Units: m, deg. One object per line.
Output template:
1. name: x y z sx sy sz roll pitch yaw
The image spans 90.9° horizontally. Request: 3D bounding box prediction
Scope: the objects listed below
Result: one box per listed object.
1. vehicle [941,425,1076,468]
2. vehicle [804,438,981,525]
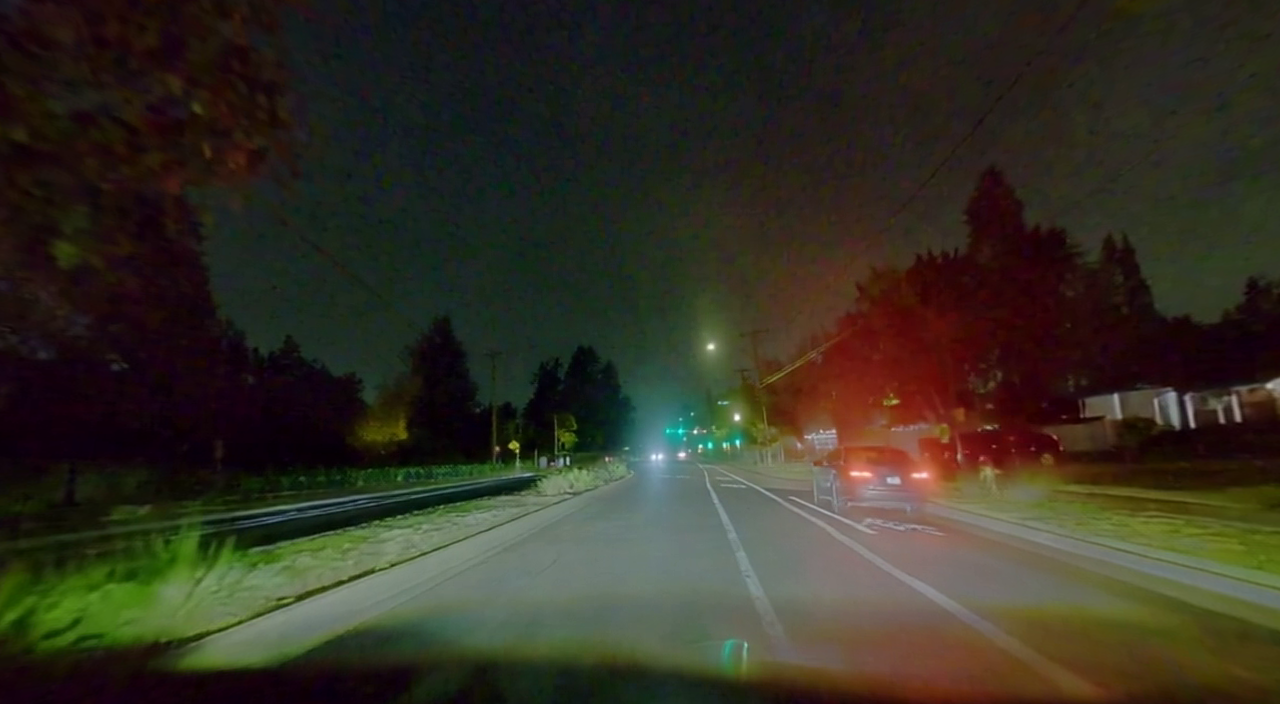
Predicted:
1. vehicle: 13.602 3.533 23.482 3.827 1.512 1.855 -1 -8 5
2. vehicle: 5.076 2.630 13.495 1.979 1.524 4.578 0 -8 1
